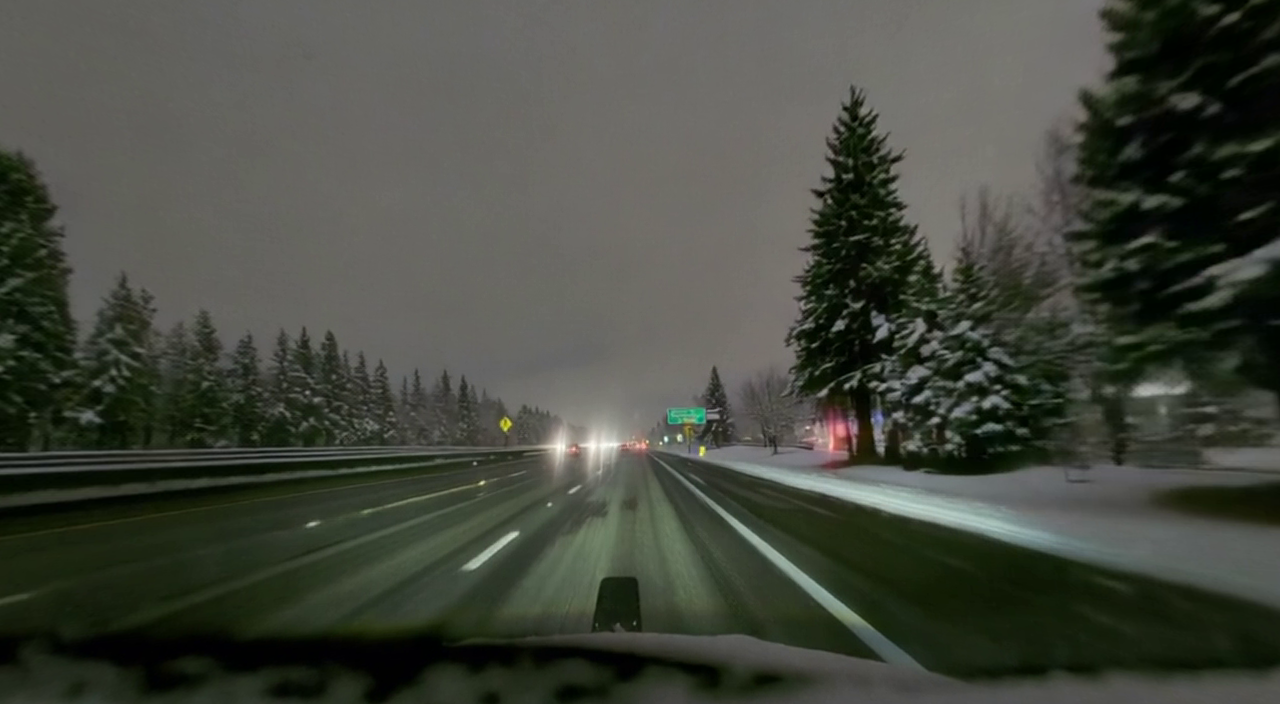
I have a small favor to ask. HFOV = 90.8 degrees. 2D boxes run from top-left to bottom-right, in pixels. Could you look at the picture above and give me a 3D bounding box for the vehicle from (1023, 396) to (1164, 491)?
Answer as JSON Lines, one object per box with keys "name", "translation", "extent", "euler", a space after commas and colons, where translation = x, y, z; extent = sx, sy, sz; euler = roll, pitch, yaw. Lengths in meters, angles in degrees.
{"name": "vehicle", "translation": [14.821, 3.005, 20.865], "extent": [2.312, 2.875, 2.697], "euler": [0, -8, -6]}
